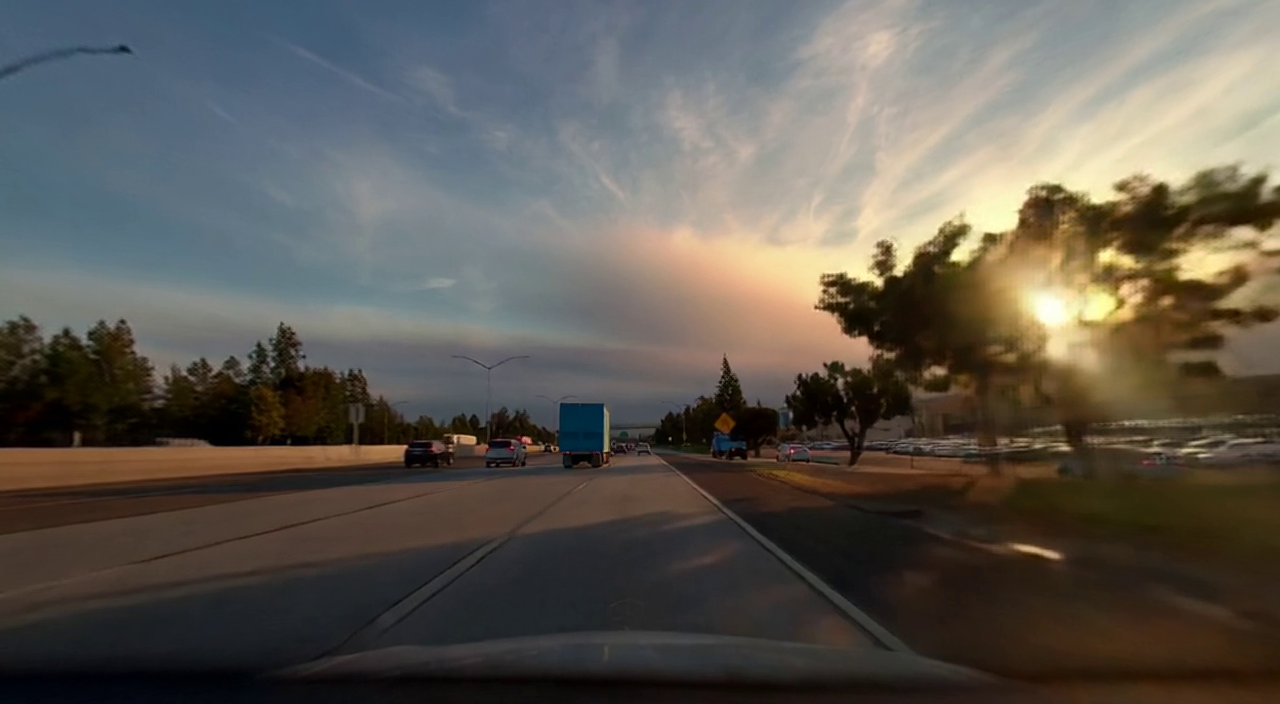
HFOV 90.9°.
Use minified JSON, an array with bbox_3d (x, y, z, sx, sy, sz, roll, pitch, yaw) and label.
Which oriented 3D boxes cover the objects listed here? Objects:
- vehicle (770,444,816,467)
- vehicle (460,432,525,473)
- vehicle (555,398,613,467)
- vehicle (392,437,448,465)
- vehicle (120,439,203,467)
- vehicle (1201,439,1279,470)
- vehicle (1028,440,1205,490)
[{"bbox_3d":[11.701,7.930,48.522,2.083,1.706,4.129,1,-8,-7],"label":"vehicle"},{"bbox_3d":[-7.151,4.917,31.049,2.058,1.840,4.443,0,-8,1],"label":"vehicle"},{"bbox_3d":[-3.555,5.657,43.511,2.905,4.037,12.921,0,-8,0],"label":"vehicle"},{"bbox_3d":[-14.379,6.473,41.457,1.997,1.695,4.492,0,-8,1],"label":"vehicle"},{"bbox_3d":[-25.688,5.436,33.986,1.644,1.423,3.554,0,-8,0],"label":"vehicle"},{"bbox_3d":[32.377,5.311,32.876,4.737,1.464,1.914,0,-9,-9],"label":"vehicle"},{"bbox_3d":[16.186,3.839,21.853,2.022,1.505,4.786,1,-8,-8],"label":"vehicle"}]
